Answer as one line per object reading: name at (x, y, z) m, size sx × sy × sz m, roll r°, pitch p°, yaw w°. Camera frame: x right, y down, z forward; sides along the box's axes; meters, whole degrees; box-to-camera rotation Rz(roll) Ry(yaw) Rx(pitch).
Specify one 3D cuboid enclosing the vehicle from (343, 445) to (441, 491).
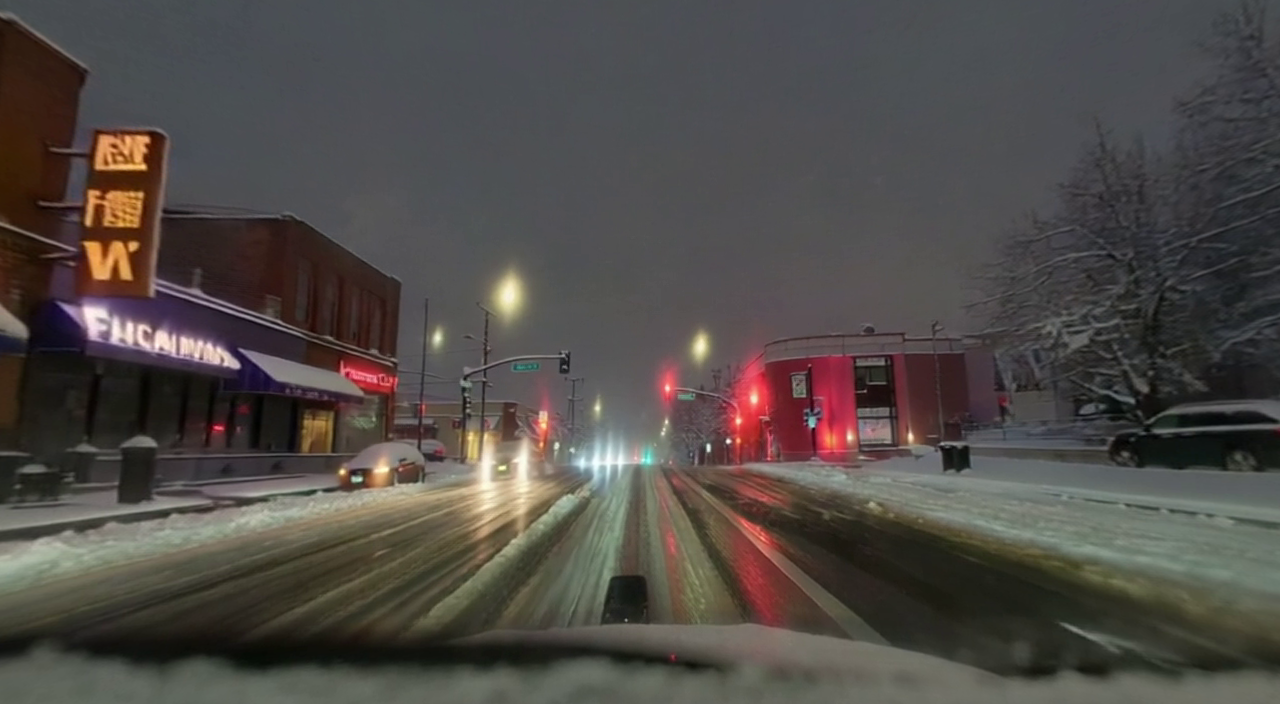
vehicle at (-9.122, 4.282, 23.654) m, size 1.908 × 1.529 × 4.522 m, roll 0°, pitch -8°, yaw -1°

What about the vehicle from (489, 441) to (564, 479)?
vehicle at (-4.883, 4.710, 27.820) m, size 1.984 × 1.489 × 4.515 m, roll -1°, pitch -8°, yaw 7°

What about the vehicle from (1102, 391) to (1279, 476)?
vehicle at (15.147, 2.136, 16.378) m, size 2.180 × 1.848 × 5.417 m, roll -1°, pitch -8°, yaw 1°
